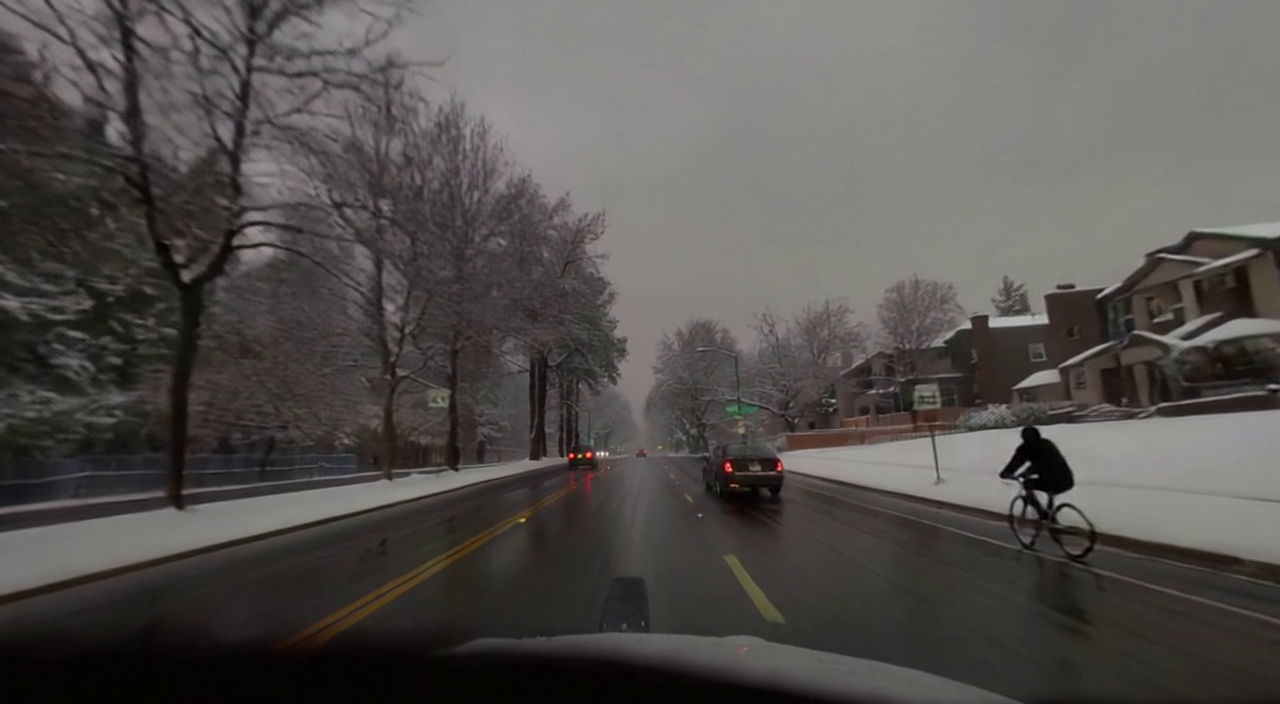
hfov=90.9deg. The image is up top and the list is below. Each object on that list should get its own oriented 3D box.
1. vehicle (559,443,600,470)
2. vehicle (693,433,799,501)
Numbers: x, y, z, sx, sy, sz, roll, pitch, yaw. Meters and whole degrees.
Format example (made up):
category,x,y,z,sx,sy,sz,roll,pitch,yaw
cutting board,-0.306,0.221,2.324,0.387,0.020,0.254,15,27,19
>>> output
category,x,y,z,sx,sy,sz,roll,pitch,yaw
vehicle,-3.640,6.411,38.783,2.011,1.480,4.517,-1,-9,1
vehicle,2.624,2.988,16.761,1.992,1.511,4.464,-1,-9,0
